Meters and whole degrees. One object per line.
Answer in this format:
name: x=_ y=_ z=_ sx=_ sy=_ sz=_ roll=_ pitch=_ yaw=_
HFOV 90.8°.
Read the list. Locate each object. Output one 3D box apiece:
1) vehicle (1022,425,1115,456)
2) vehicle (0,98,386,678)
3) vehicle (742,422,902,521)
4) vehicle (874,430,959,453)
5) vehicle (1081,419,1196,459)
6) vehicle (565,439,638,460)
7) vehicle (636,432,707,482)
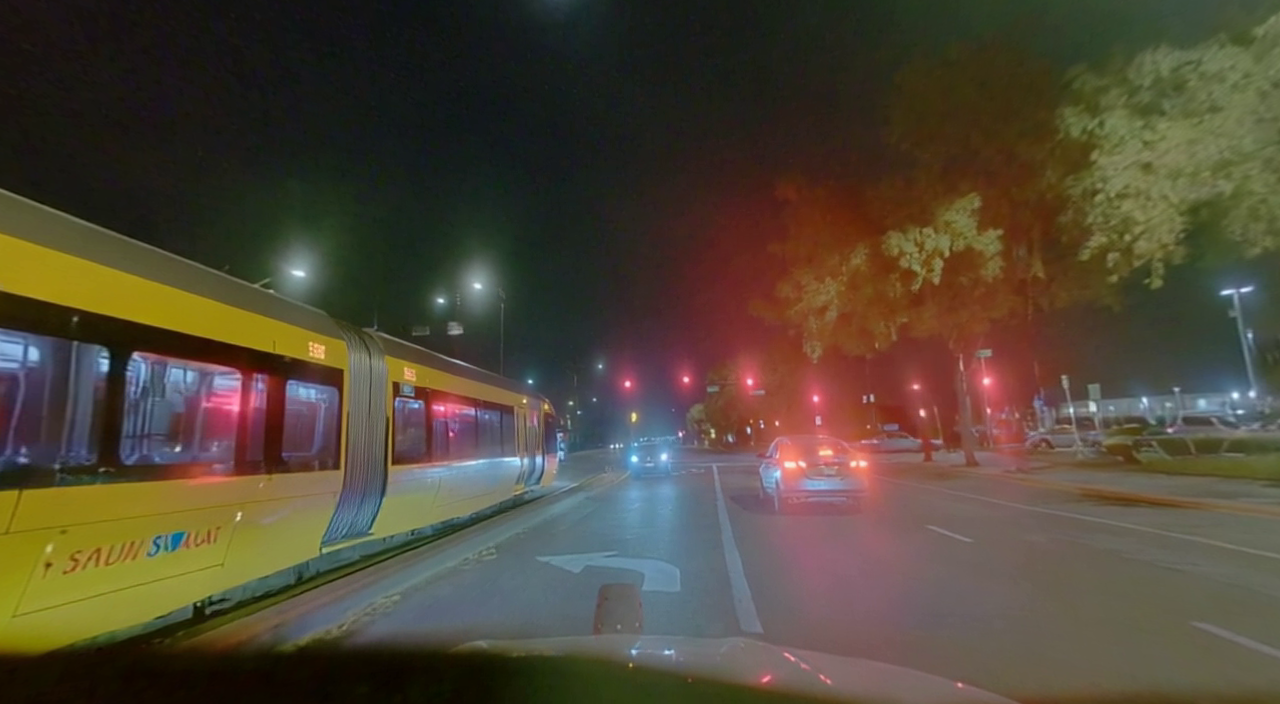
vehicle: x=21.102 y=4.394 z=31.349 sx=1.796 sy=1.434 sz=4.504 roll=-1 pitch=-8 yaw=5
vehicle: x=-5.752 y=-0.016 z=2.262 sx=2.897 sy=3.700 sz=13.528 roll=-1 pitch=-8 yaw=6
vehicle: x=3.114 y=2.138 z=11.833 sx=2.002 sy=1.471 sz=4.337 roll=-1 pitch=-8 yaw=4
vehicle: x=18.206 y=5.900 z=41.710 sx=4.701 sy=1.455 sz=1.805 roll=0 pitch=-8 yaw=1
vehicle: x=20.641 y=3.640 z=26.380 sx=1.831 sy=1.545 sz=3.872 roll=-1 pitch=-8 yaw=5
vehicle: x=-2.713 y=6.977 z=45.247 sx=4.941 sy=1.473 sz=1.885 roll=-1 pitch=-8 yaw=6
vehicle: x=1.120 y=3.430 z=20.892 sx=2.118 sy=1.478 sz=4.076 roll=-1 pitch=-8 yaw=5
